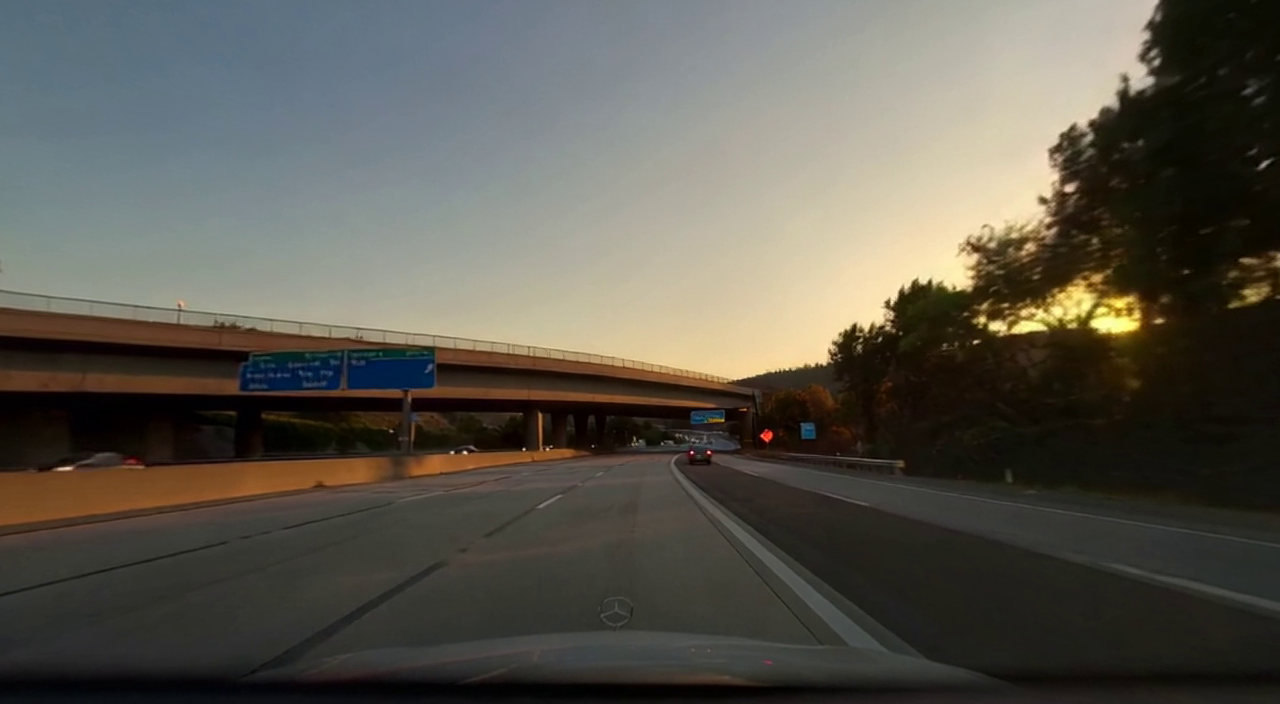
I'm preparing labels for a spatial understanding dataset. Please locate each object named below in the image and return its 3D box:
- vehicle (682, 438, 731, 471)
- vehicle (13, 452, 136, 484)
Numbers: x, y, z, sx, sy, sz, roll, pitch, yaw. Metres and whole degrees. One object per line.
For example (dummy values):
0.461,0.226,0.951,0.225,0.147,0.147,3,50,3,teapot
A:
3.639,5.705,35.342,2.224,1.738,4.376,0,-9,0,vehicle
-28.675,5.855,32.303,1.833,1.475,4.767,0,-9,1,vehicle
